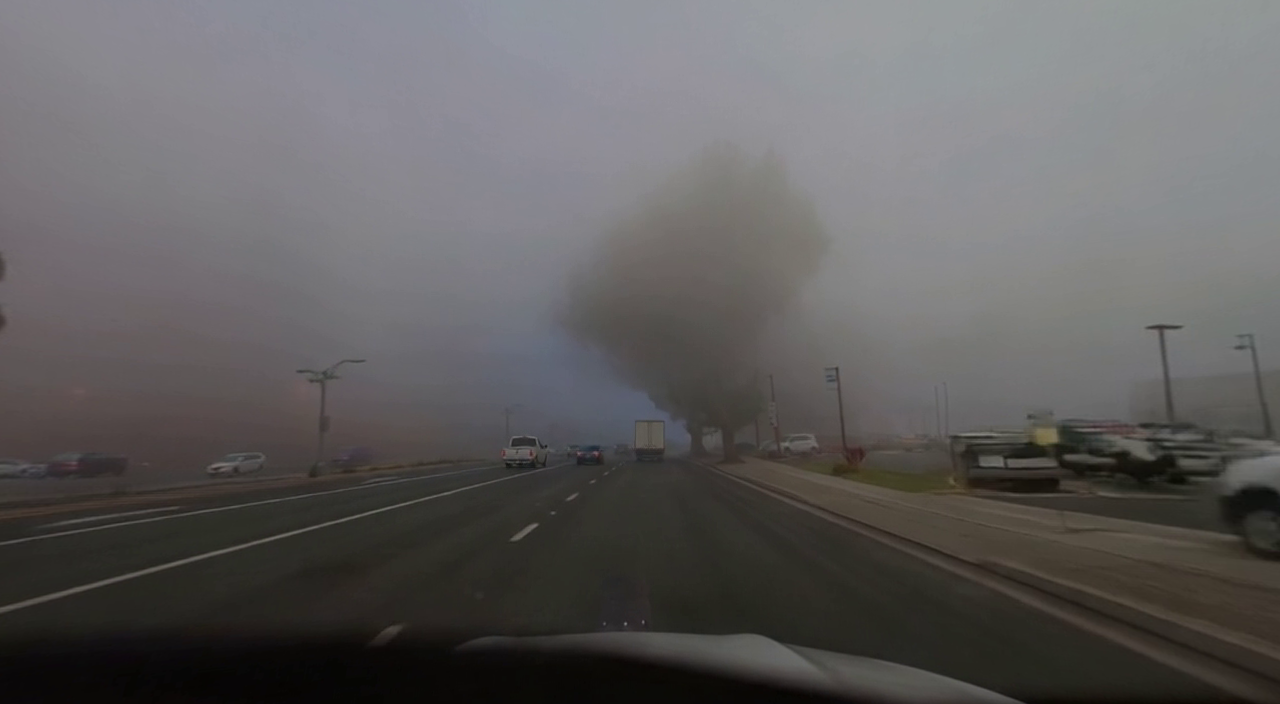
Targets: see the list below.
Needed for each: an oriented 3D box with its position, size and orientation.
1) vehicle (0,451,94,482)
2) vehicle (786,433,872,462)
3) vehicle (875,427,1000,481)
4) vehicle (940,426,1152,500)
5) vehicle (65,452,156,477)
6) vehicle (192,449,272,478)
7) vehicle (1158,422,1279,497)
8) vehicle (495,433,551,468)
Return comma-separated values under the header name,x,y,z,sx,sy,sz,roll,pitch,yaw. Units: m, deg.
name,x,y,z,sx,sy,sz,roll,pitch,yaw
vehicle,-33.460,6.318,34.849,4.462,1.613,2.046,0,-8,-1
vehicle,11.528,5.843,38.694,4.655,1.688,1.876,0,-8,1
vehicle,9.526,3.316,20.631,1.956,1.551,4.439,0,-8,1
vehicle,9.491,2.632,15.360,2.097,1.497,4.685,0,-8,1
vehicle,-33.560,7.145,40.023,4.071,1.495,1.741,0,-8,-2
vehicle,-25.929,7.081,40.274,1.918,1.687,4.653,0,-8,1
vehicle,14.857,2.492,14.789,1.956,1.591,4.080,0,-8,2
vehicle,-6.783,5.753,37.034,2.149,1.893,5.187,0,-8,2
